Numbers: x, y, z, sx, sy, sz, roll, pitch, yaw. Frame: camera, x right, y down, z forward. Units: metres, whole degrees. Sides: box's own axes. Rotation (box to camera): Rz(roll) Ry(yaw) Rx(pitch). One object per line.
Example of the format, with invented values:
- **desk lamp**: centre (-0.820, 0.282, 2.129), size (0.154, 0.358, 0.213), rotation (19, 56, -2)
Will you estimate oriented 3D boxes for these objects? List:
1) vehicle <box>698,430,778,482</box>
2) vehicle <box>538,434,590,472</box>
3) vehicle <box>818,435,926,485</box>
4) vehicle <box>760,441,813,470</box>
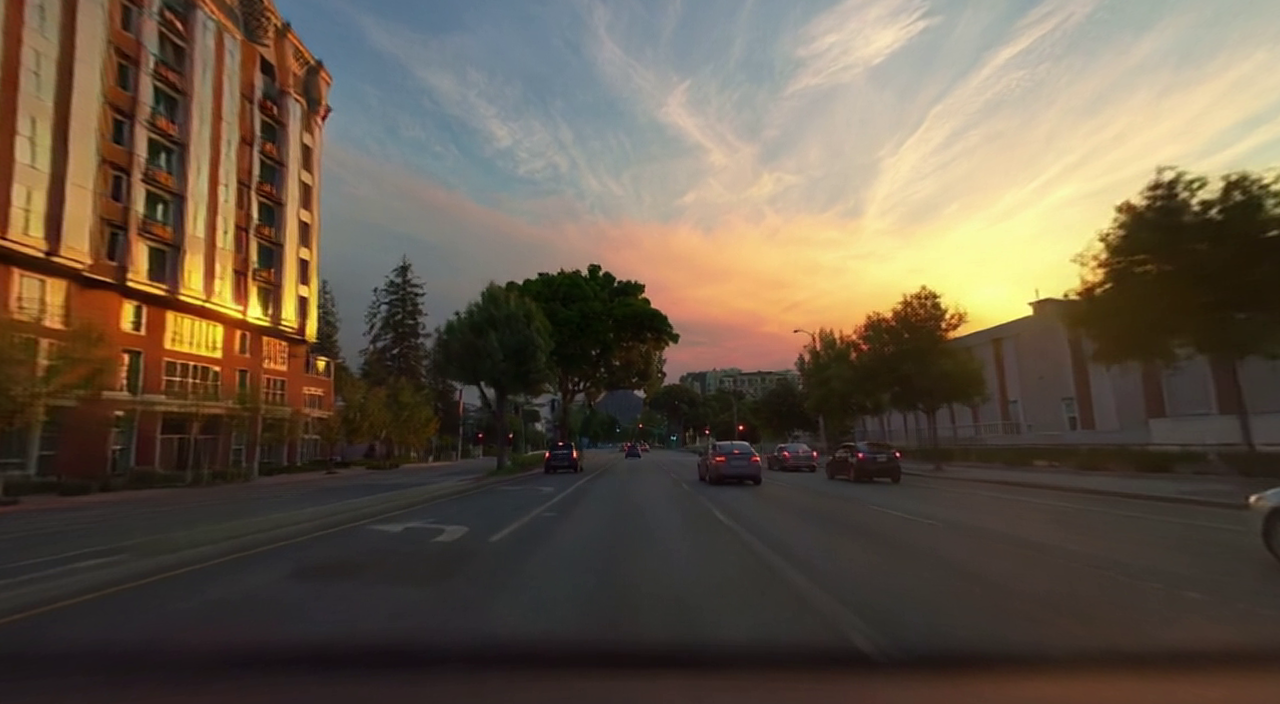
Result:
- **vehicle**: centre (3.564, 3.902, 23.891), size (2.152, 1.742, 4.704), rotation (0, -8, -1)
- **vehicle**: centre (-3.797, 5.147, 32.357), size (2.155, 1.797, 3.989), rotation (0, -8, 0)
- **vehicle**: centre (7.898, 3.711, 22.061), size (1.944, 1.503, 4.723), rotation (0, -8, -1)
- **vehicle**: centre (8.029, 5.706, 35.067), size (1.884, 1.478, 4.164), rotation (0, -8, 0)
